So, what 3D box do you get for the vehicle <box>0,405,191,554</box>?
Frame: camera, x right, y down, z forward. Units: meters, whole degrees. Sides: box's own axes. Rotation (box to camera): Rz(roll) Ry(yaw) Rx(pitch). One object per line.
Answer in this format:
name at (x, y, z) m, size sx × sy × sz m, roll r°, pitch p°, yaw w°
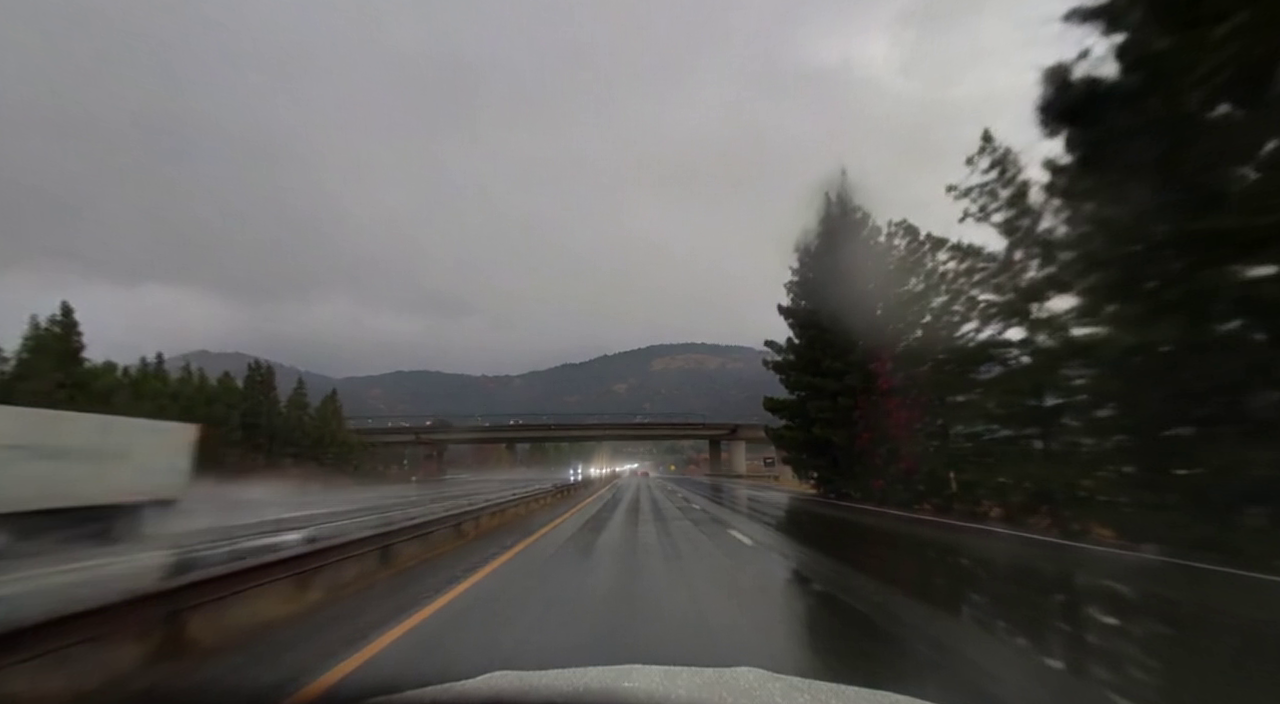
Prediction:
vehicle at (-13.013, 2.609, 13.071) m, size 2.571 × 2.692 × 6.357 m, roll 1°, pitch -11°, yaw 0°
